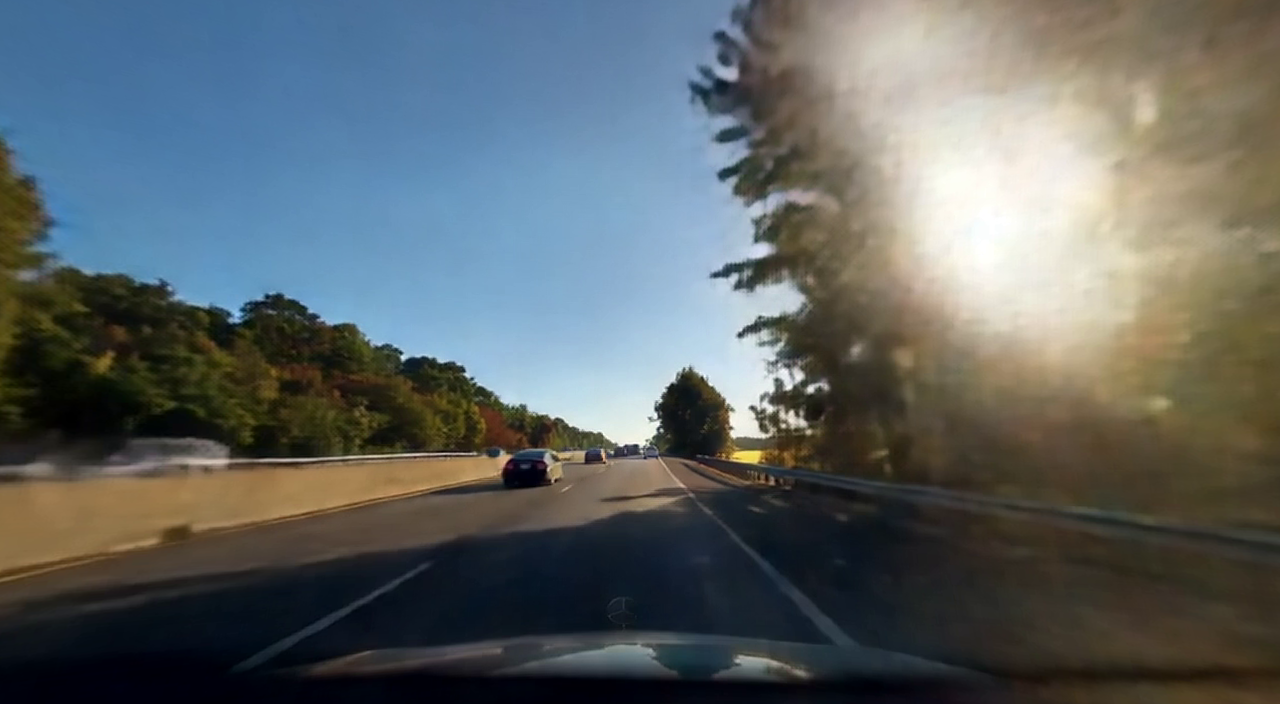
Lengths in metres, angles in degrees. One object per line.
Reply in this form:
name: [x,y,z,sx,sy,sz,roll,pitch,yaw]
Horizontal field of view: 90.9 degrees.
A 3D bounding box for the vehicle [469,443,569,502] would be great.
vehicle: [-3.296,3.380,18.056,1.970,1.483,4.097,0,-9,1]
